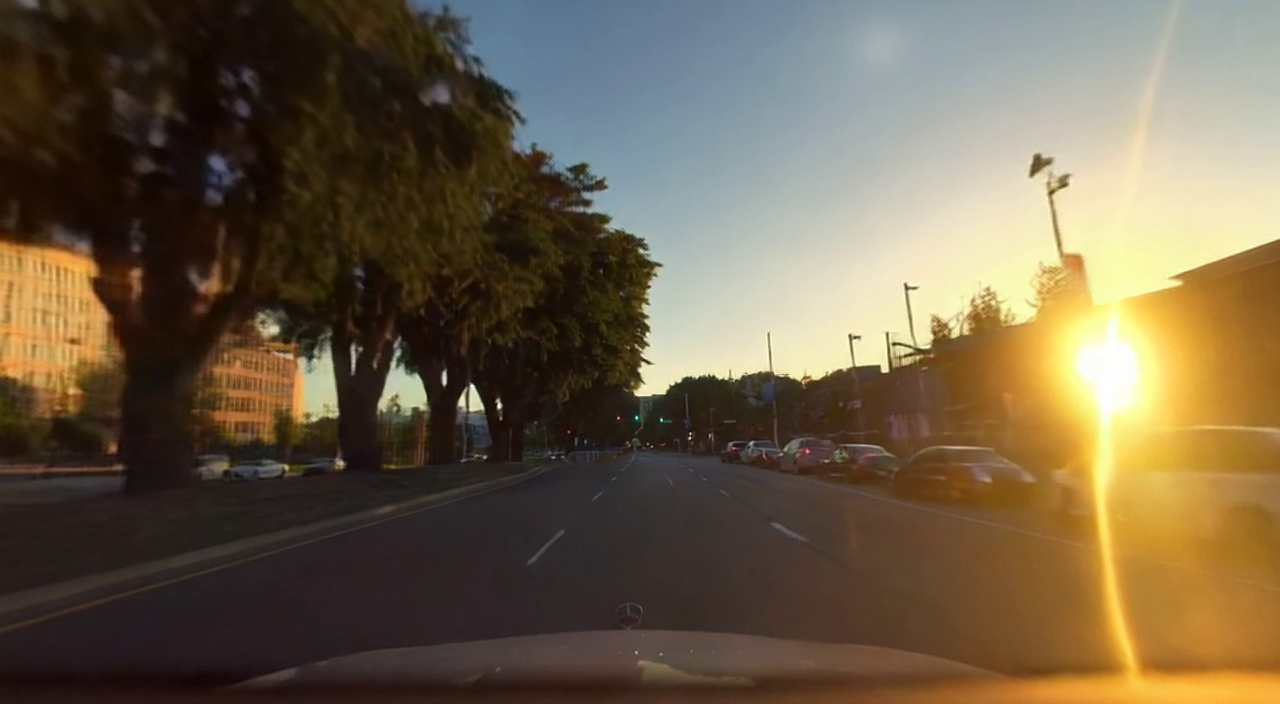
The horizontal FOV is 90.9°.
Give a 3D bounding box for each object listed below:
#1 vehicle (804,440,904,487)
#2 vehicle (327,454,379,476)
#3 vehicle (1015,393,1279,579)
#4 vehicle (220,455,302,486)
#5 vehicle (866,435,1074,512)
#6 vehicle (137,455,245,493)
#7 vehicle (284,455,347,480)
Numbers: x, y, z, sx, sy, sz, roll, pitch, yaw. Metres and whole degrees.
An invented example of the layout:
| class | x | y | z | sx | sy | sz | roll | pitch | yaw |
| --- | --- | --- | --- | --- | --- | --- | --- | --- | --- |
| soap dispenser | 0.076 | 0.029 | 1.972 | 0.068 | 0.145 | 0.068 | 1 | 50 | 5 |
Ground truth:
| class | x | y | z | sx | sy | sz | roll | pitch | yaw |
| --- | --- | --- | --- | --- | --- | --- | --- | --- | --- |
| vehicle | 7.380 | 3.873 | 22.288 | 1.850 | 1.448 | 4.844 | 0 | -8 | 0 |
| vehicle | -21.715 | 8.530 | 47.893 | 1.922 | 1.545 | 4.178 | -1 | -8 | 1 |
| vehicle | 7.352 | 1.630 | 8.317 | 1.908 | 1.833 | 4.711 | 0 | -8 | 1 |
| vehicle | -21.907 | 6.850 | 36.705 | 1.909 | 1.495 | 4.786 | -3 | -8 | -1 |
| vehicle | 7.344 | 2.755 | 14.847 | 2.196 | 1.471 | 4.999 | 0 | -8 | 0 |
| vehicle | -22.014 | 5.957 | 31.194 | 1.968 | 1.615 | 4.591 | 0 | -8 | 0 |
| vehicle | -21.753 | 7.736 | 42.500 | 1.821 | 1.496 | 4.724 | -2 | -8 | -1 |
